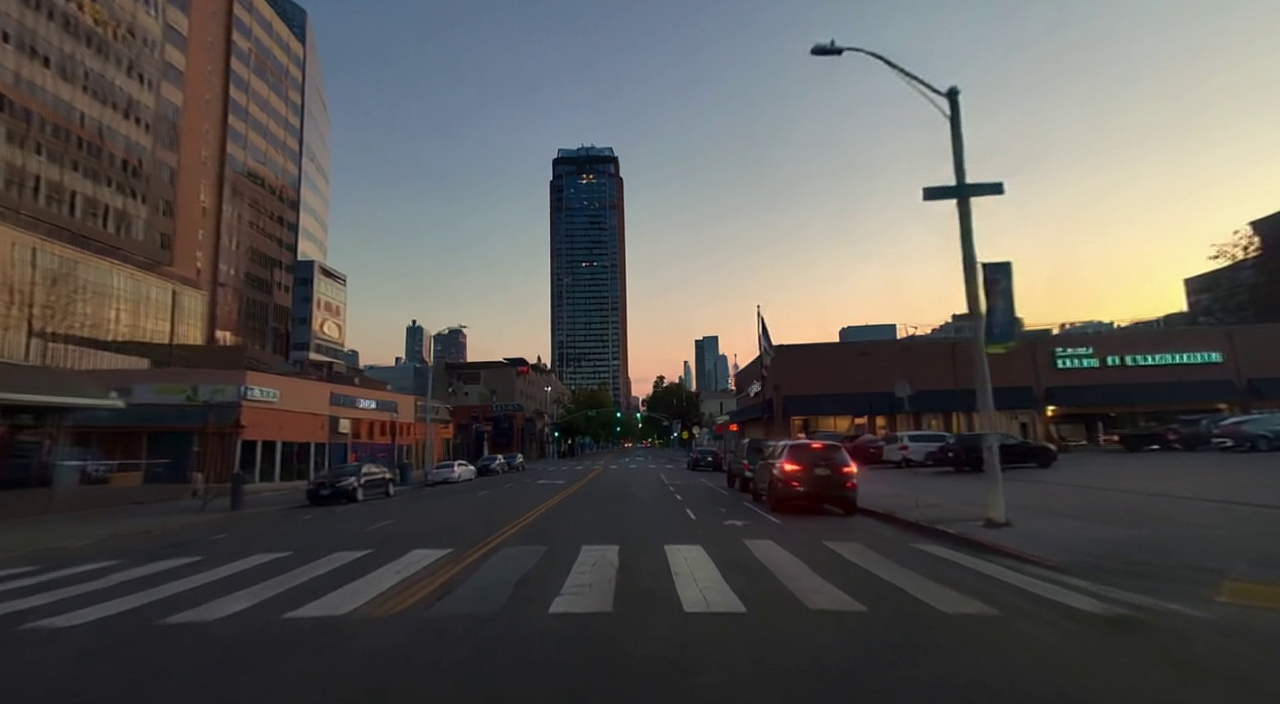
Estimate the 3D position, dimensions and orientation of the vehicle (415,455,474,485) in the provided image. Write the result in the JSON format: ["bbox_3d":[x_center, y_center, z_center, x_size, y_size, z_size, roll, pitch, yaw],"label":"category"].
[{"bbox_3d":[-10.865,6.581,35.472,1.861,1.473,4.633,0,-8,-1],"label":"vehicle"}]

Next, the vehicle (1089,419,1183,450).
[{"bbox_3d":[27.048,4.473,34.489,3.666,1.448,1.639,-3,-5,1],"label":"vehicle"}]

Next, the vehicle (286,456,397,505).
[{"bbox_3d":[-10.918,4.695,23.536,2.018,1.553,4.407,0,-8,-1],"label":"vehicle"}]

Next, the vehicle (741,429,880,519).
[{"bbox_3d":[3.848,2.837,15.352,2.118,1.779,5.121,-1,-8,2],"label":"vehicle"}]

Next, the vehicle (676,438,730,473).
[{"bbox_3d":[3.624,6.097,37.541,2.492,1.909,5.830,0,-8,-1],"label":"vehicle"}]

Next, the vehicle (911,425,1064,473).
[{"bbox_3d":[13.568,3.822,24.951,4.732,1.746,2.141,-1,-8,3],"label":"vehicle"}]

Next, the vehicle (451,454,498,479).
[{"bbox_3d":[-10.782,7.476,41.488,1.803,1.489,4.404,0,-8,1],"label":"vehicle"}]

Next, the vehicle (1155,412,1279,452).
[{"bbox_3d":[27.214,3.750,29.394,4.579,1.735,2.092,0,-9,0],"label":"vehicle"}]

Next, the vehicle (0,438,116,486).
[{"bbox_3d":[-22.440,4.120,23.977,1.778,1.639,4.019,0,-8,-3],"label":"vehicle"}]
